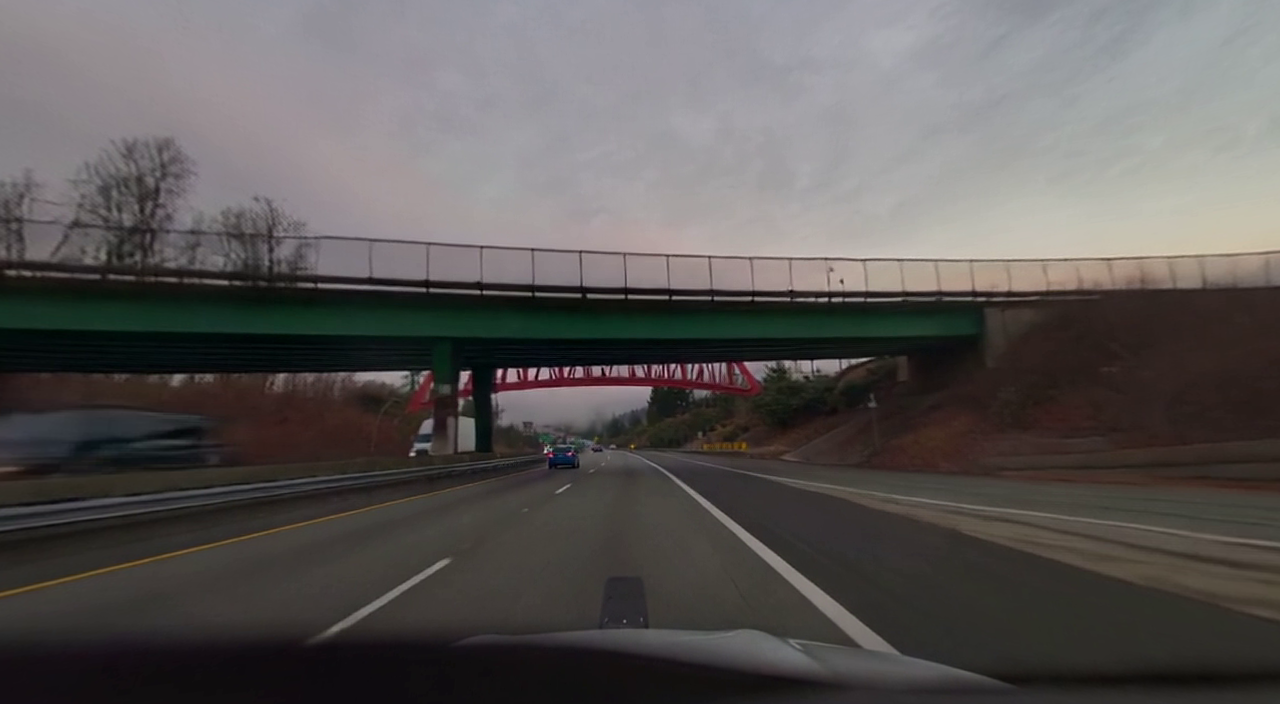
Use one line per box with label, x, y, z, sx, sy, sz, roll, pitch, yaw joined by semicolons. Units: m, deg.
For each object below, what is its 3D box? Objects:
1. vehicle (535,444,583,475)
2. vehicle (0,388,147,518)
vehicle;-4.307;5.761;33.942;2.052;1.556;4.405;0;-9;-1
vehicle;-12.649;1.888;11.670;2.373;2.306;5.492;0;-9;1
